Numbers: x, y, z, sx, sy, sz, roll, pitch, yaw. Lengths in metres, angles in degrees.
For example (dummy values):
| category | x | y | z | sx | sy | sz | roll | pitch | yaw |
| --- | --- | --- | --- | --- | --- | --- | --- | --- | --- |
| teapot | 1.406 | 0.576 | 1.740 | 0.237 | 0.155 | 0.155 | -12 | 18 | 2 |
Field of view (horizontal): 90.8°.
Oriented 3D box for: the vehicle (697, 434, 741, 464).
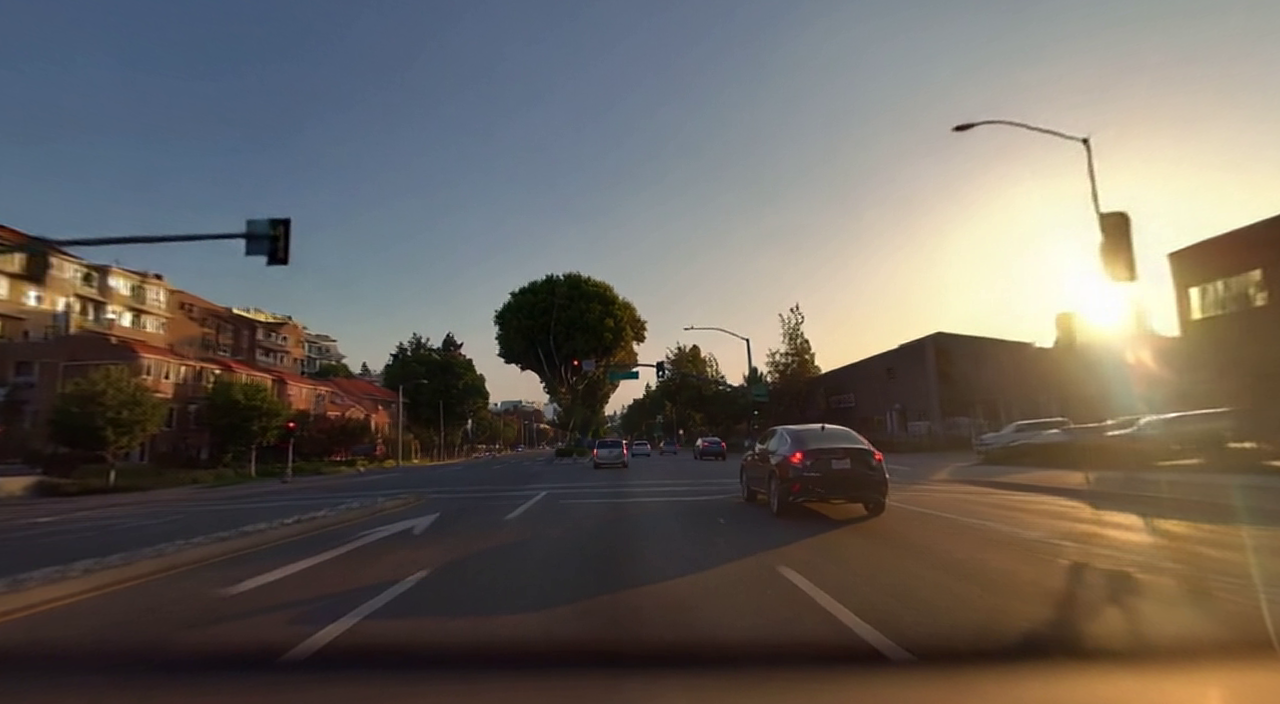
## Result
| category | x | y | z | sx | sy | sz | roll | pitch | yaw |
| --- | --- | --- | --- | --- | --- | --- | --- | --- | --- |
| vehicle | 5.398 | 6.738 | 43.964 | 2.052 | 1.886 | 5.297 | 0 | -8 | -4 |

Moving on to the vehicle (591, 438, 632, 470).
| category | x | y | z | sx | sy | sz | roll | pitch | yaw |
| --- | --- | --- | --- | --- | --- | --- | --- | --- | --- |
| vehicle | -1.513 | 5.563 | 34.606 | 2.101 | 1.641 | 4.341 | 0 | -8 | -2 |

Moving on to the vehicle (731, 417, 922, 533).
| category | x | y | z | sx | sy | sz | roll | pitch | yaw |
| --- | --- | --- | --- | --- | --- | --- | --- | --- | --- |
| vehicle | 3.095 | 2.159 | 11.698 | 1.893 | 1.664 | 4.670 | 0 | -8 | -3 |
